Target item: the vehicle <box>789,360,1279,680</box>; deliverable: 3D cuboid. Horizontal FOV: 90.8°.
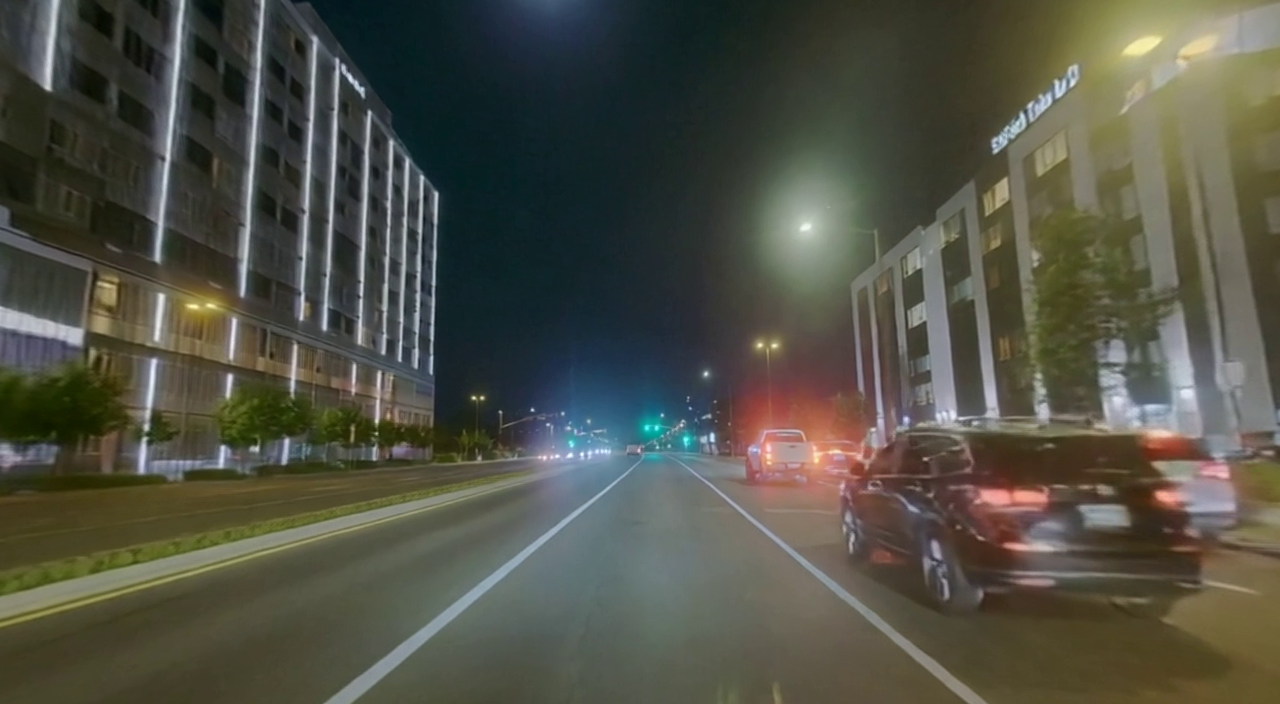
[{"bbox_3d":[3.092,1.318,6.182,2.130,1.787,5.126,0,-9,2],"label":"vehicle"}]
